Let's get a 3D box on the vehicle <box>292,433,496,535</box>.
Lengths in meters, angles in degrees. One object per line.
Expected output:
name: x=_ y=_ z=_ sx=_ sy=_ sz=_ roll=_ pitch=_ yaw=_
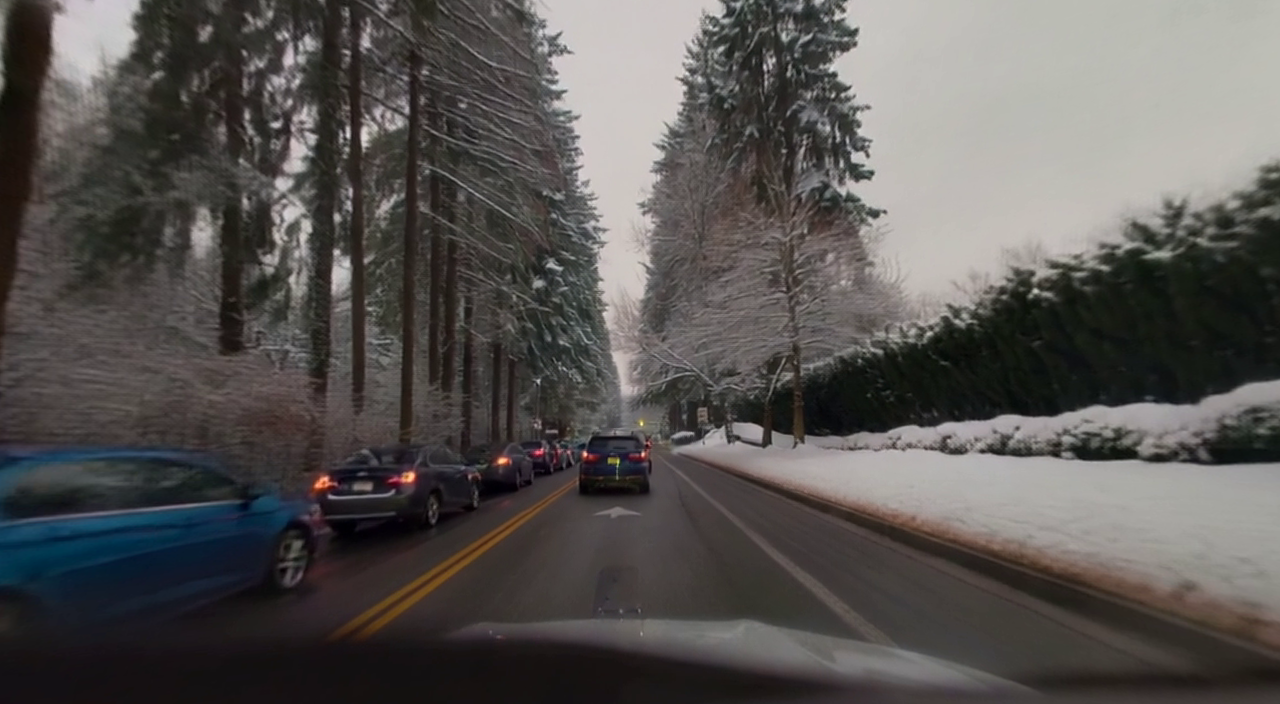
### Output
vehicle: x=-3.903 y=2.138 z=10.895 sx=1.784 sy=1.408 sz=4.141 roll=0 pitch=-8 yaw=1

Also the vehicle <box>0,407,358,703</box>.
vehicle: x=-3.942 y=1.166 z=4.126 sx=1.968 sy=1.459 sz=4.734 roll=0 pitch=-8 yaw=1

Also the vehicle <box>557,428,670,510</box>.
vehicle: x=-0.529 y=2.489 z=13.943 sx=2.127 sy=1.517 sz=4.090 roll=0 pitch=-8 yaw=-1
